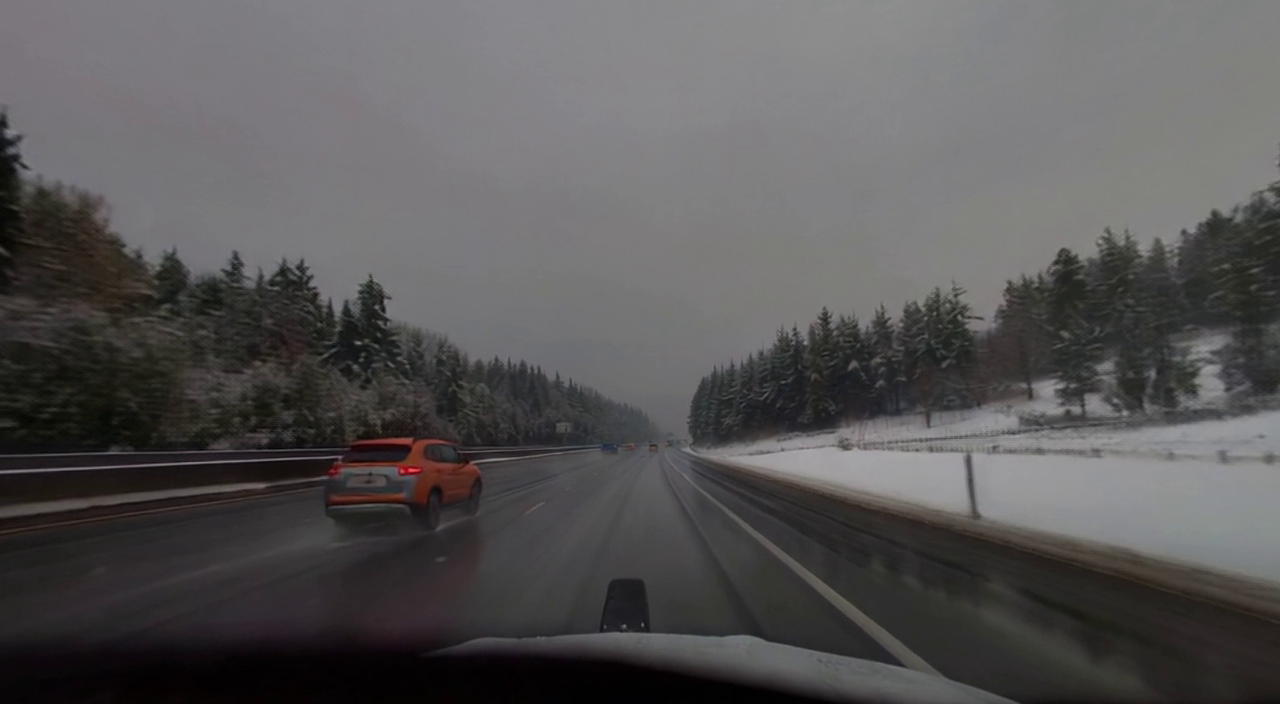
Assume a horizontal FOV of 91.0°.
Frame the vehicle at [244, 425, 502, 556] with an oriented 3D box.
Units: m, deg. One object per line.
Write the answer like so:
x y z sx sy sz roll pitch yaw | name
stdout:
-3.655 1.948 9.646 1.993 1.538 4.192 0 -8 2 | vehicle
